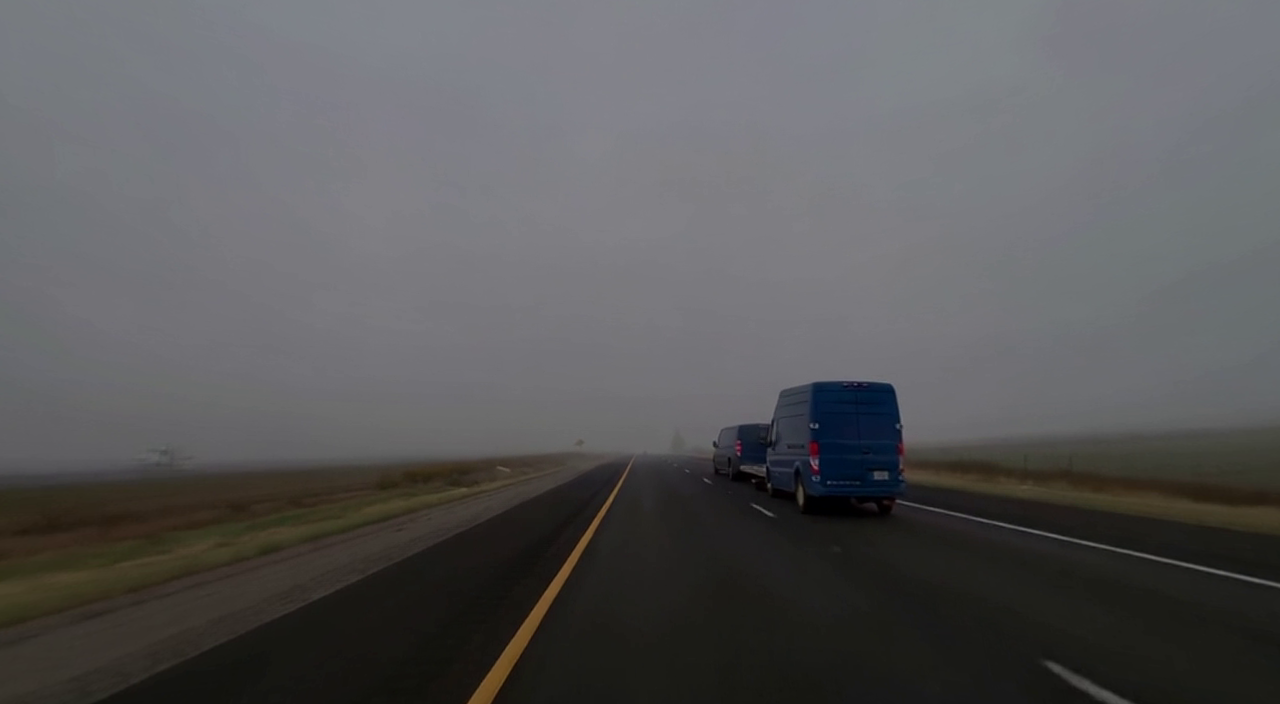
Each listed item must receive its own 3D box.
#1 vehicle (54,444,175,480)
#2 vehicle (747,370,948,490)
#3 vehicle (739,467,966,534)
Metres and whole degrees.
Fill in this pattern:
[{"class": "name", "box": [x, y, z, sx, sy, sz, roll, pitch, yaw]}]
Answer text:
[{"class": "vehicle", "box": [-32.732, 6.847, 39.612, 2.429, 2.024, 5.989, 0, -8, 0]}, {"class": "vehicle", "box": [4.062, 1.751, 13.757, 2.444, 2.053, 5.616, 0, -8, 0]}, {"class": "vehicle", "box": [4.008, 3.032, 13.586, 2.702, 0.824, 6.391, 0, -8, 0]}]
